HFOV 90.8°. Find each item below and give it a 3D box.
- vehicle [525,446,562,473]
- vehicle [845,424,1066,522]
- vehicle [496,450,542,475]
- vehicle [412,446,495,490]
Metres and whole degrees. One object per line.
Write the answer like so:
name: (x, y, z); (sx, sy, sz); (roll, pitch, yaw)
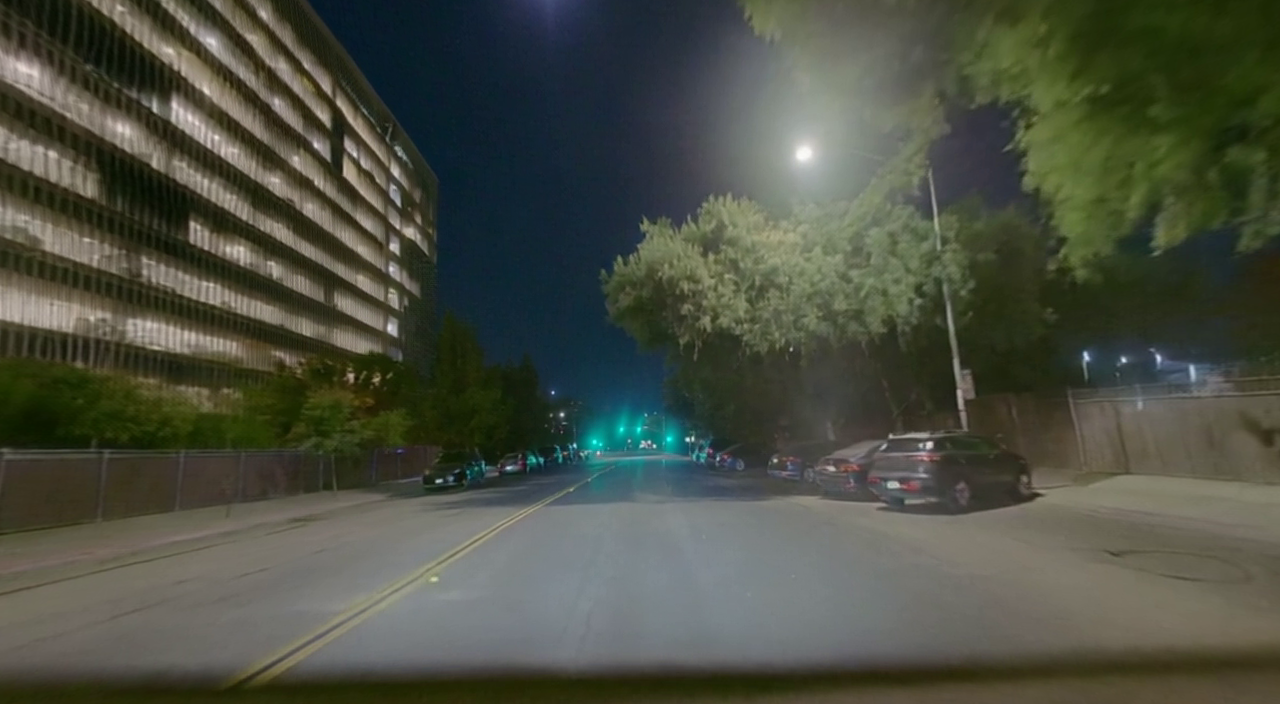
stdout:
vehicle: (-7.324, 8.157, 48.367); (1.957, 1.693, 4.588); (-2, -6, 1)
vehicle: (6.421, 2.365, 12.837); (3.954, 1.666, 2.213); (6, -10, -33)
vehicle: (-7.815, 7.199, 41.383); (1.911, 1.497, 4.738); (0, -8, 2)
vehicle: (-7.798, 4.852, 26.900); (2.172, 1.707, 4.273); (0, -8, 1)
